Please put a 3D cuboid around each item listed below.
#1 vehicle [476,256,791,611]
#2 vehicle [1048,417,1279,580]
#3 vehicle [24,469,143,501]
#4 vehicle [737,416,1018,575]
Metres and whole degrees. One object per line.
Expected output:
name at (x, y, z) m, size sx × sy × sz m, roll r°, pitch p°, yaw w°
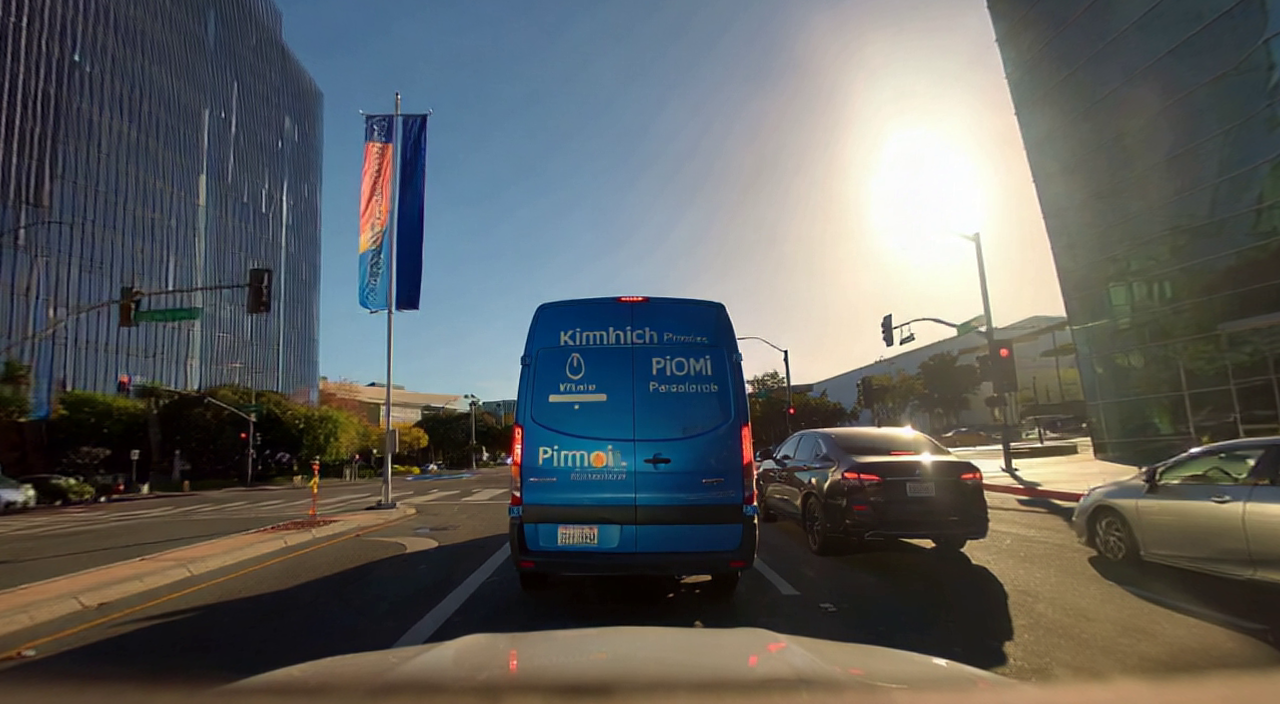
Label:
vehicle at (-0.027, 1.187, 9.087) m, size 2.613 × 3.035 × 7.342 m, roll 0°, pitch -8°, yaw 1°
vehicle at (7.526, 1.577, 7.004) m, size 1.963 × 1.669 × 4.678 m, roll 3°, pitch -9°, yaw -20°
vehicle at (-31.096, 7.437, 35.407) m, size 4.806 × 1.652 × 1.869 m, roll 0°, pitch -8°, yaw -2°
vehicle at (2.880, 1.863, 9.046) m, size 2.183 × 1.676 × 4.506 m, roll 0°, pitch -8°, yaw -1°
